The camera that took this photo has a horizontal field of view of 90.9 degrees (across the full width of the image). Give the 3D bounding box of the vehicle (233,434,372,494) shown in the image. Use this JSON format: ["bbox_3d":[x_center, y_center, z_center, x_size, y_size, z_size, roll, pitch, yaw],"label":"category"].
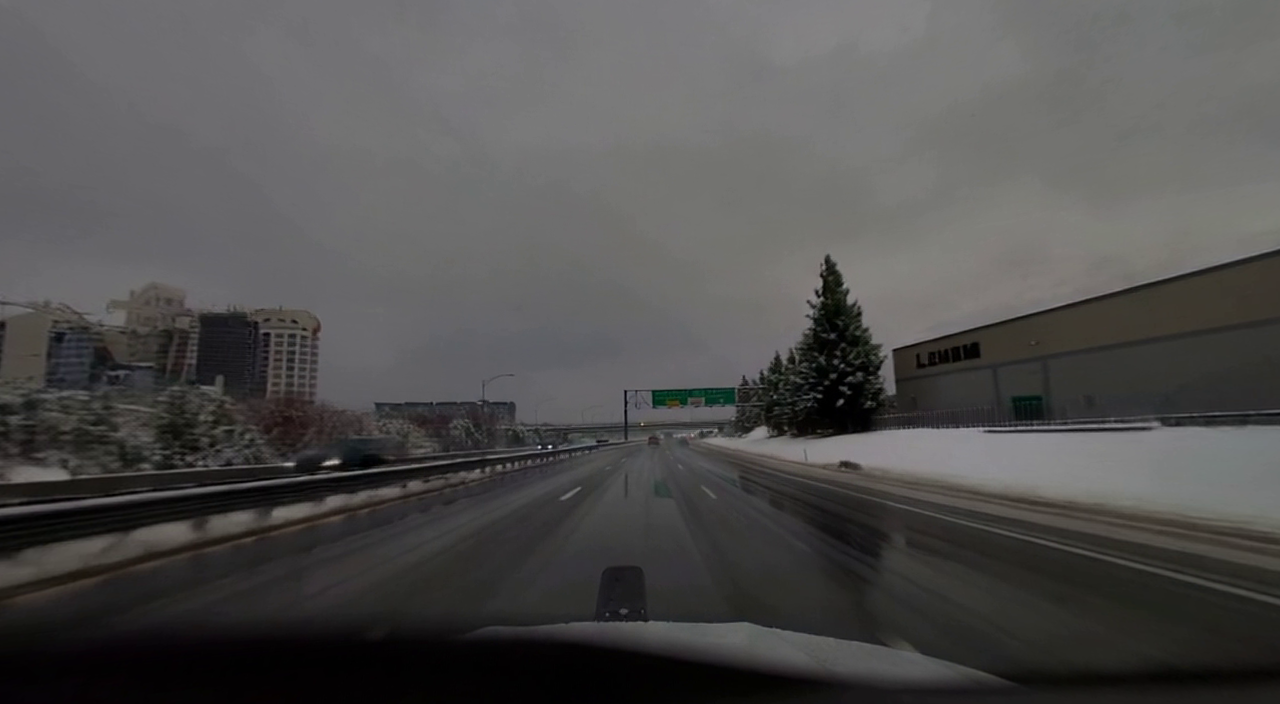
[{"bbox_3d":[-10.369,3.450,19.822,1.956,1.669,4.228,0,-8,1],"label":"vehicle"}]
